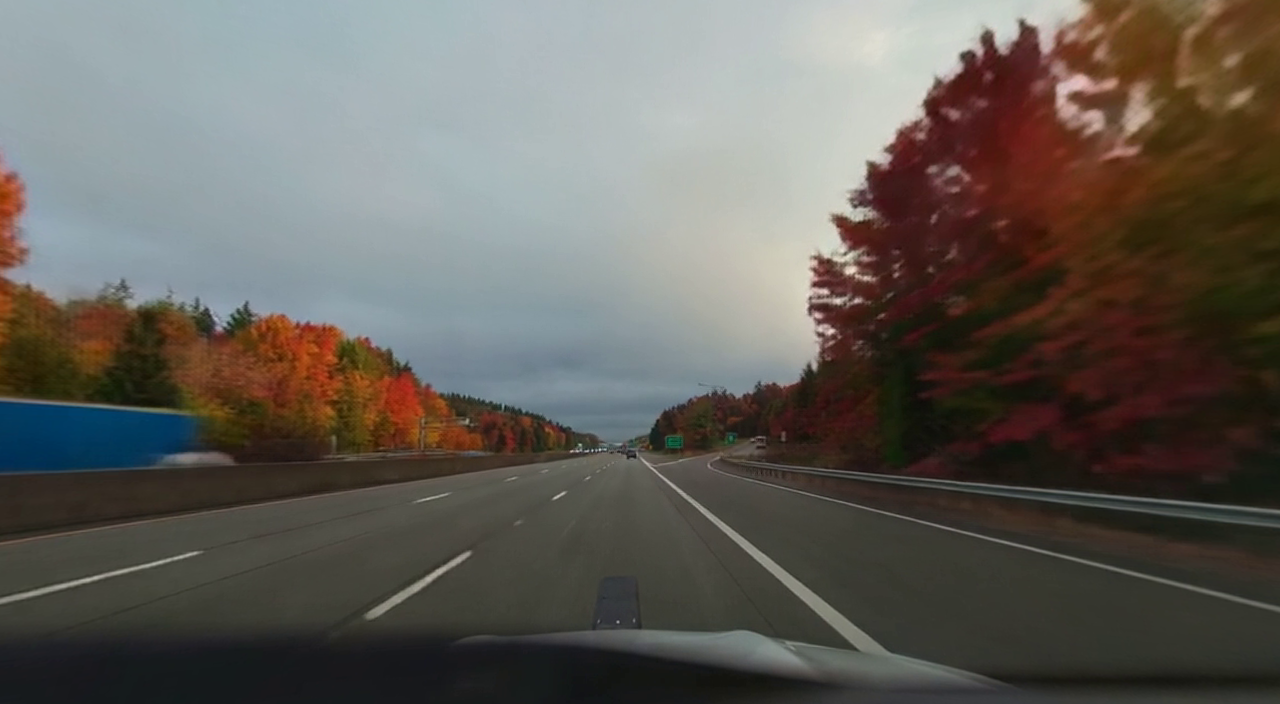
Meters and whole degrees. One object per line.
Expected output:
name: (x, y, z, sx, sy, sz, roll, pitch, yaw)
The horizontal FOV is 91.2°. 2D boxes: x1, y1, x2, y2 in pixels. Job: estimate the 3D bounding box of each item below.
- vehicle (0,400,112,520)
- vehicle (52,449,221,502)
vehicle: (-20.797, 3.069, 17.615, 2.960, 3.582, 10.273, 0, -9, -1)
vehicle: (-16.093, 3.932, 20.398, 1.902, 1.480, 4.328, 0, -9, 0)
